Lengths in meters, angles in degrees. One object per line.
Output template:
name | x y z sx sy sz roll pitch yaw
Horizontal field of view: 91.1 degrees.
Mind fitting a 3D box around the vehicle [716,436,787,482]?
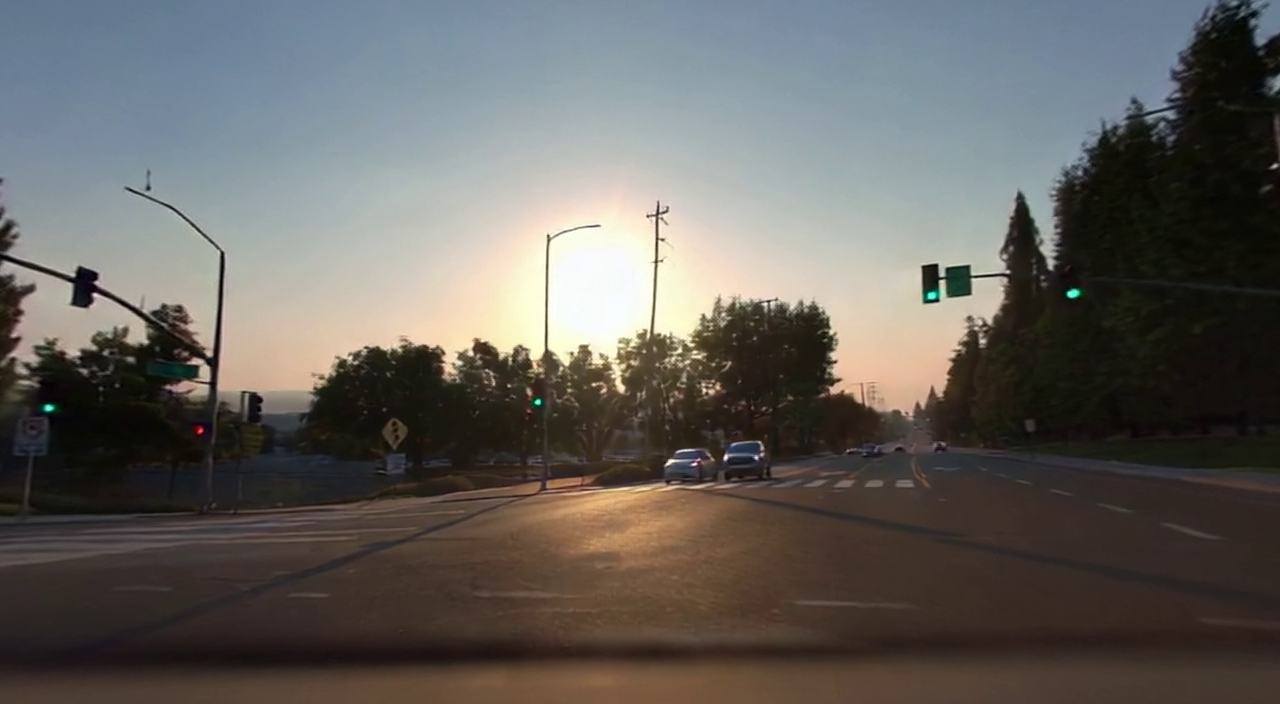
vehicle | 4.706 4.373 25.959 2.090 1.697 4.341 -3 -9 20

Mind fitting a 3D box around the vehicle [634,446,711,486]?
vehicle | 1.446 4.703 26.259 2.029 1.504 4.293 -3 -9 20
